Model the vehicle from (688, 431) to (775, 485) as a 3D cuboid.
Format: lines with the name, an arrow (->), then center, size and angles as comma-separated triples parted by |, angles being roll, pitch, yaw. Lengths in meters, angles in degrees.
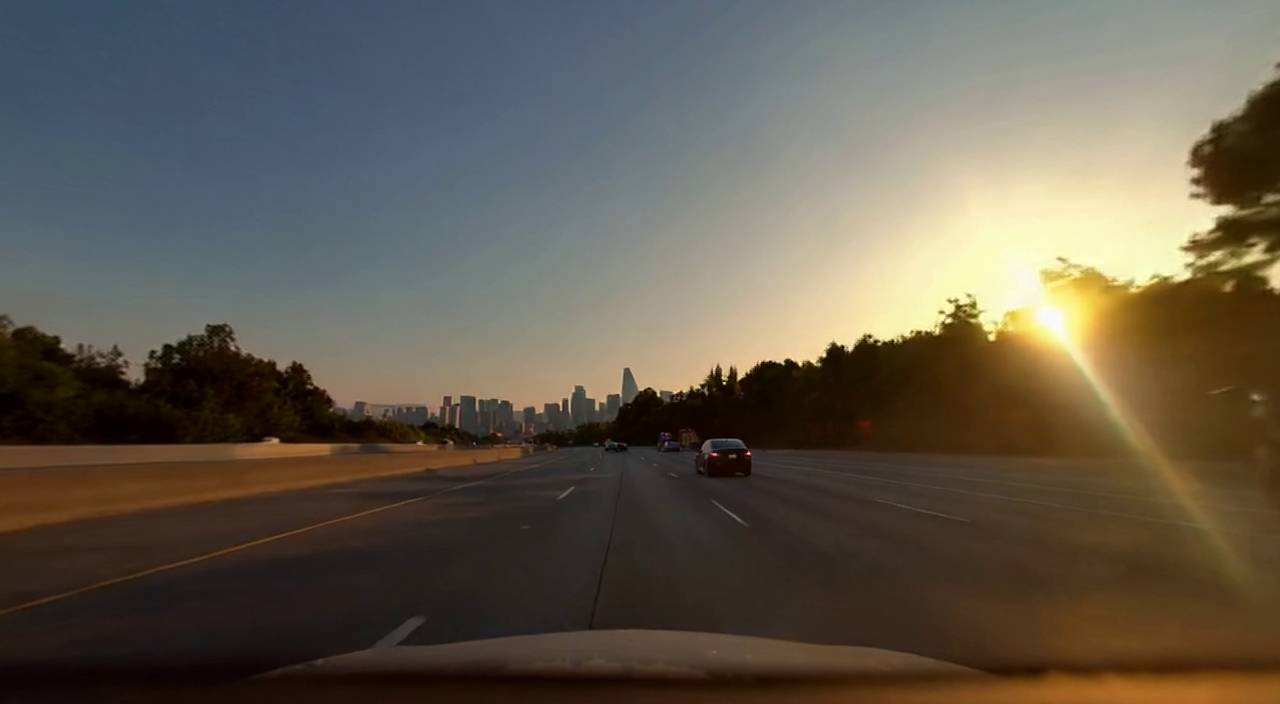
vehicle -> 3.177, 3.806, 23.041 | 2.305, 1.729, 4.526 | 0, -8, -2
